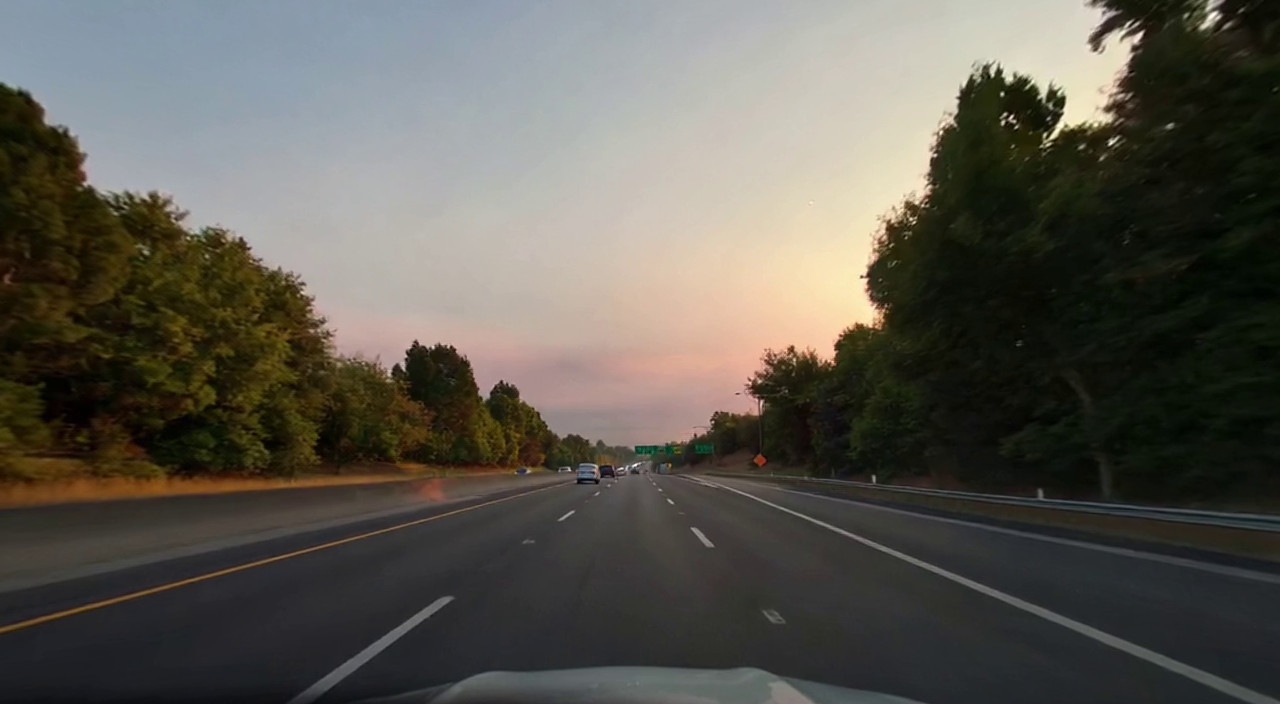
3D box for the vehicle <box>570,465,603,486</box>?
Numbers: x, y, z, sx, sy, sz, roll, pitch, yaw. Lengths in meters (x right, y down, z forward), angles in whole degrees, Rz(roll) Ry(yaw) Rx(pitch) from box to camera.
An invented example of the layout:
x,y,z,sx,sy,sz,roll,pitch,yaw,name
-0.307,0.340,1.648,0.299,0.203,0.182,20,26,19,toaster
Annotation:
x,y,z,sx,sy,sz,roll,pitch,yaw,name
-4.034,9.443,48.127,2.126,1.488,4.186,1,-11,0,vehicle
